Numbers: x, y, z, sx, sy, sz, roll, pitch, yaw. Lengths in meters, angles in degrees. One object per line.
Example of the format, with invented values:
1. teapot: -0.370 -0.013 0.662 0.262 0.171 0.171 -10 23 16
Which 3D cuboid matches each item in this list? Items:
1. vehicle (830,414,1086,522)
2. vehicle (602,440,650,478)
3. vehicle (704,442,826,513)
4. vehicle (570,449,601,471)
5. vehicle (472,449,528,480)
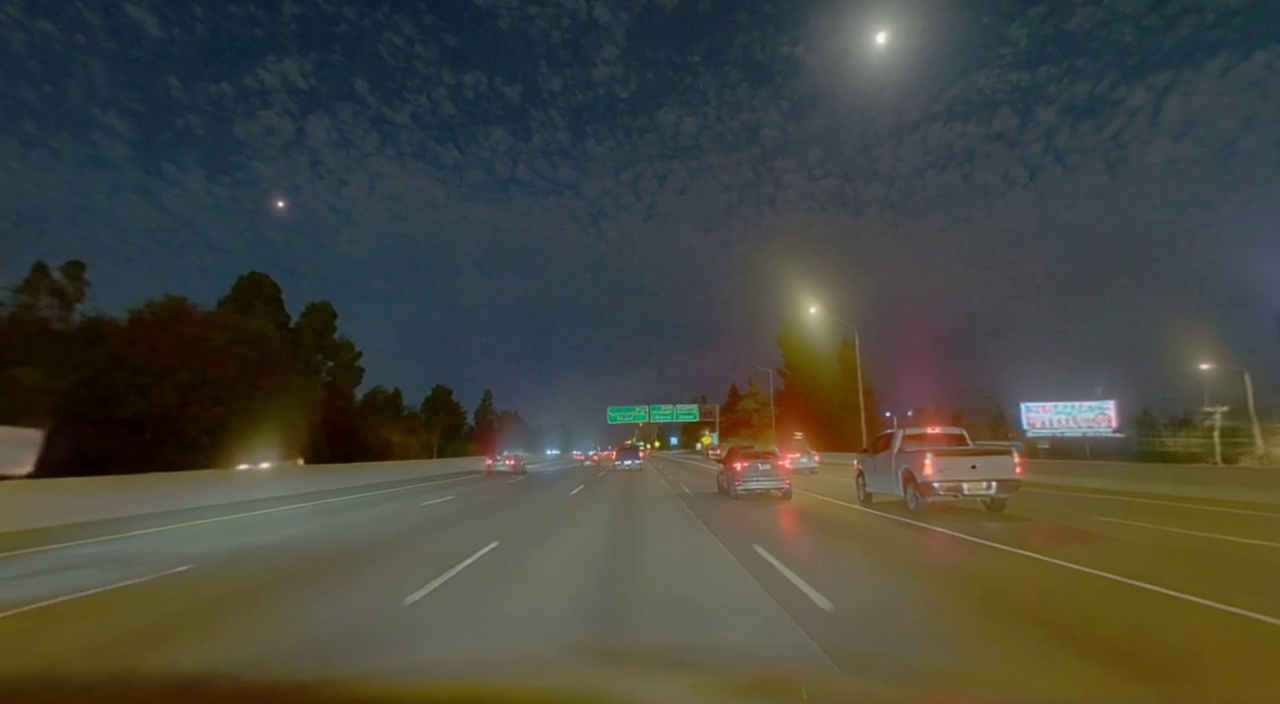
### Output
1. vehicle: 6.574 2.508 14.278 2.635 1.919 5.907 0 -8 -1
2. vehicle: -0.693 5.535 32.890 2.323 1.805 4.729 0 -9 0
3. vehicle: 2.848 2.958 15.455 2.011 1.462 4.286 0 -8 -1
4. vehicle: -4.036 8.044 47.294 1.935 1.487 4.076 0 -8 0
5. vehicle: -7.188 5.810 32.861 1.920 1.482 4.385 0 -8 0
